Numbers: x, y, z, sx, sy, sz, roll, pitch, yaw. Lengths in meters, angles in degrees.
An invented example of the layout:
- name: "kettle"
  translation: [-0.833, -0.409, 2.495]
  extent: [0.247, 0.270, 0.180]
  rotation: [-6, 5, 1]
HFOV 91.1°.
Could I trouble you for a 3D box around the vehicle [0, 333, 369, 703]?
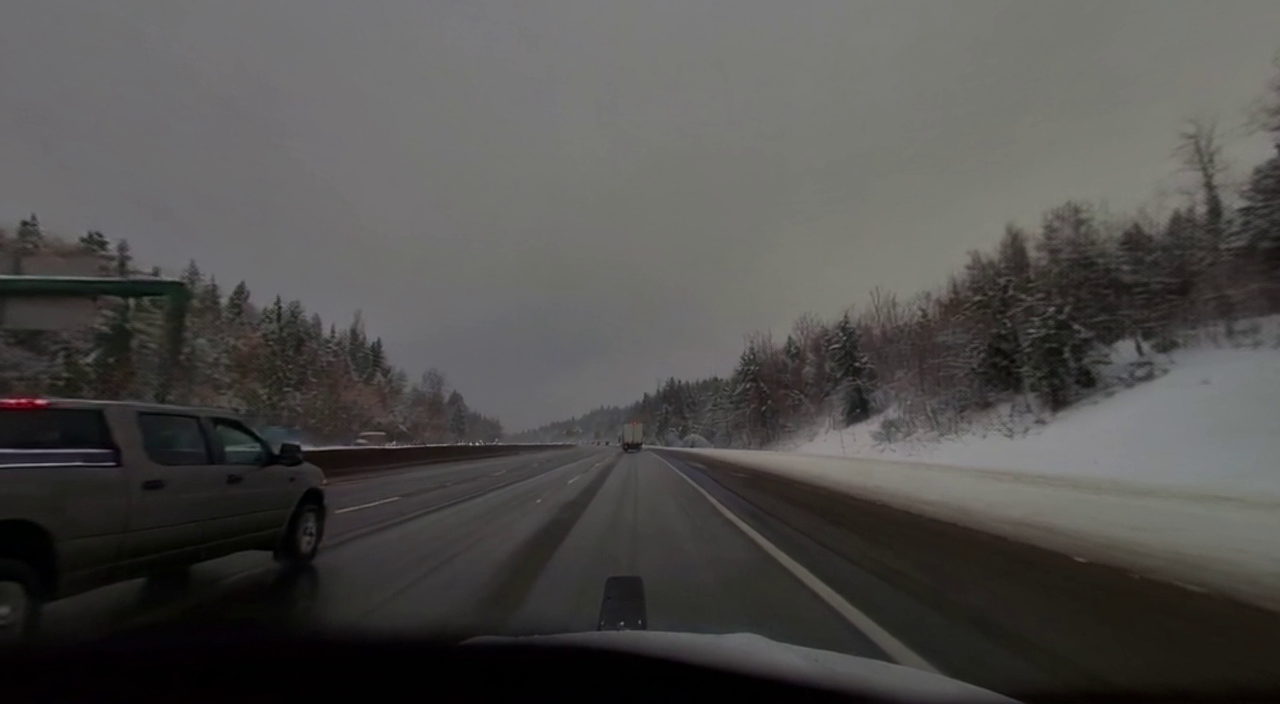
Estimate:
- name: "vehicle"
  translation: [-4.139, 0.973, 4.224]
  extent: [2.316, 1.731, 5.126]
  rotation: [0, -8, 0]
